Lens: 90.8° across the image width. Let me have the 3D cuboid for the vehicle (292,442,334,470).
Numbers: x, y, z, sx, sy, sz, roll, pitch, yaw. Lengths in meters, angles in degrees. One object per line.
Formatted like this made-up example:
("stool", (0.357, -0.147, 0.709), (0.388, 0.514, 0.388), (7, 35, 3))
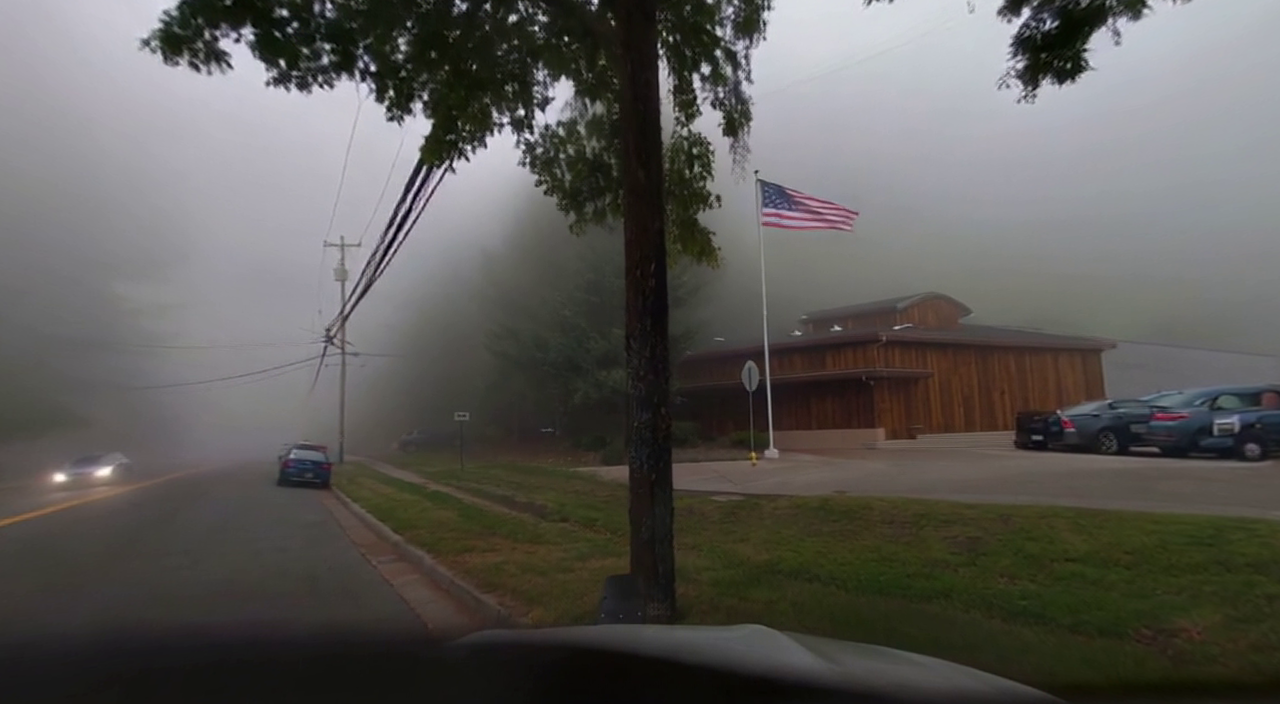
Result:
("vehicle", (-18.668, 5.888, 36.029), (1.941, 1.460, 4.206), (4, -10, -28))

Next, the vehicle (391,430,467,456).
("vehicle", (-14.791, 6.376, 44.374), (4.767, 1.735, 1.920), (4, -10, -28))

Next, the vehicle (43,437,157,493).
("vehicle", (-19.505, 4.061, 23.085), (2.086, 1.798, 4.511), (4, -10, -27))
